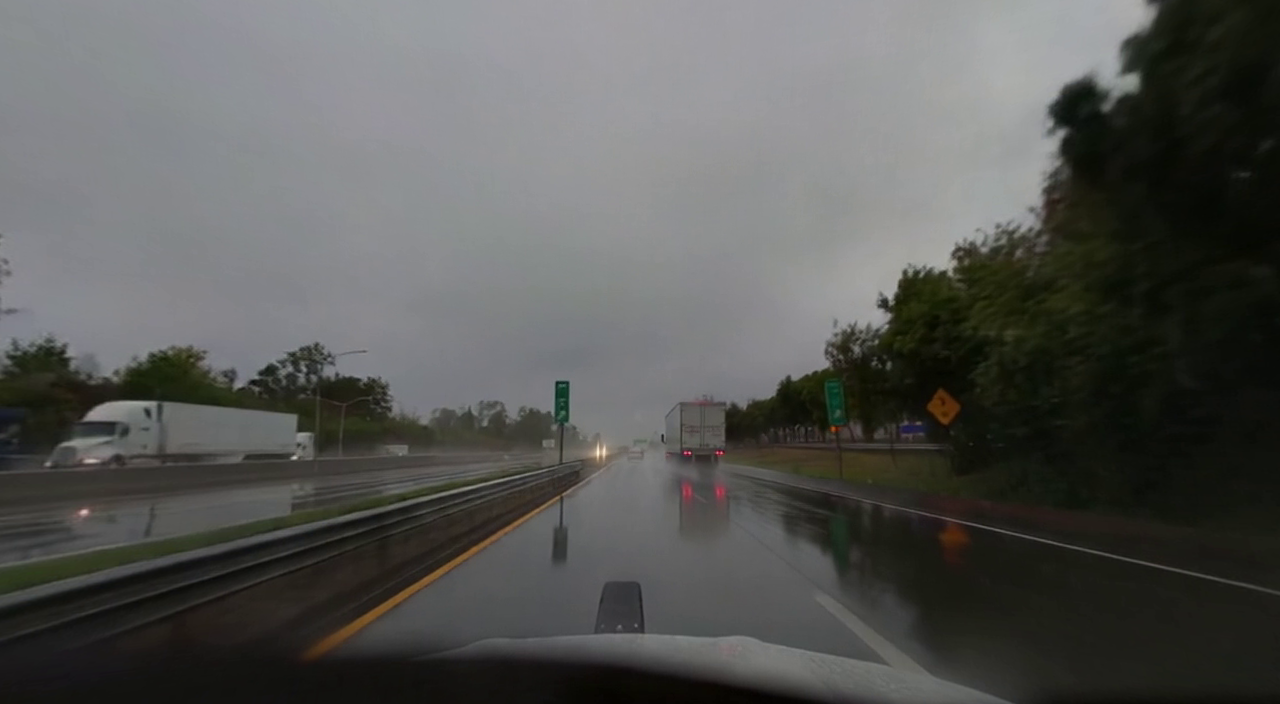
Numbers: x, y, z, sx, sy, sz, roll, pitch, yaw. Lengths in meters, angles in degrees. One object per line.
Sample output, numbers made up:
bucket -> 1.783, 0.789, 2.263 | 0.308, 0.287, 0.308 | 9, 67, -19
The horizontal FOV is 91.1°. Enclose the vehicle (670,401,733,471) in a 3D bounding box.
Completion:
vehicle -> 3.959, 5.990, 43.870 | 3.185, 4.154, 12.638 | 0, -9, 0

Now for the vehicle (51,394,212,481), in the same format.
vehicle -> -26.205, 4.522, 32.907 | 3.038, 4.079, 6.098 | 0, -9, 1
